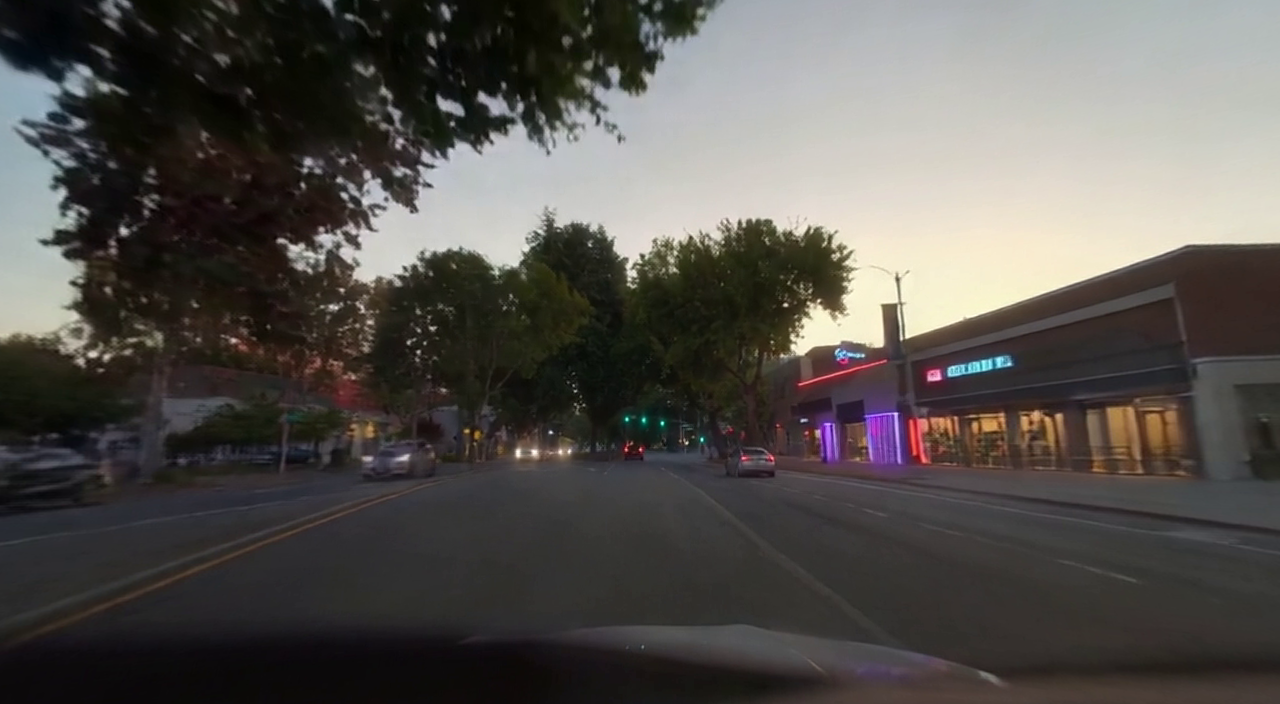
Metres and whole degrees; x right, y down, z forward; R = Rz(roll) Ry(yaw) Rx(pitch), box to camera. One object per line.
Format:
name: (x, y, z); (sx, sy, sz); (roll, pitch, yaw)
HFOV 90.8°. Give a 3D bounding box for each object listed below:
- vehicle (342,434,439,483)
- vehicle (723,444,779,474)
vehicle: (-9.566, 4.107, 24.649); (2.067, 1.712, 4.489); (0, -9, -2)
vehicle: (5.871, 5.684, 33.865); (2.024, 1.475, 4.600); (0, -9, -2)
